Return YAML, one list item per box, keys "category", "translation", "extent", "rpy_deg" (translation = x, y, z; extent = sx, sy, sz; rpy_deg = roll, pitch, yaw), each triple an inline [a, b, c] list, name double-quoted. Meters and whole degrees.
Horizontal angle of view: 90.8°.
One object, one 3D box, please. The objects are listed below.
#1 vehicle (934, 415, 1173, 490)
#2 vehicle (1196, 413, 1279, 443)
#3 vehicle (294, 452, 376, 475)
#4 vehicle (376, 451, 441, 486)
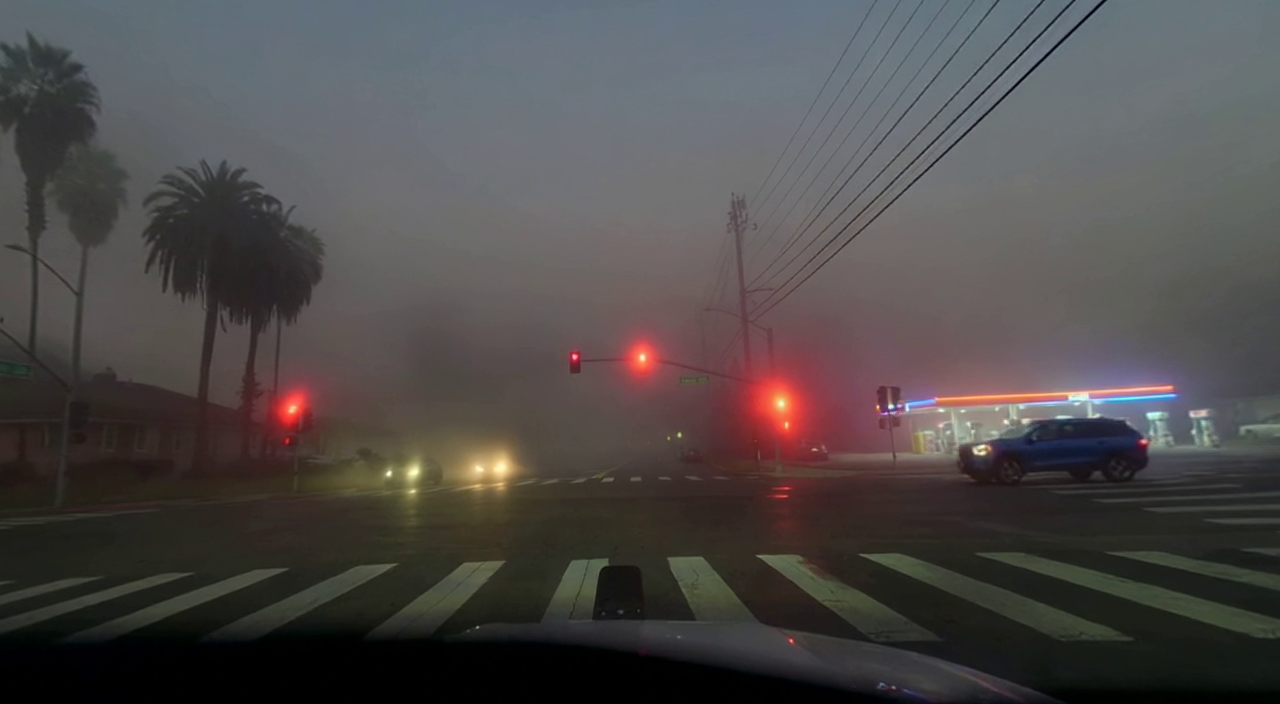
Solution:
- category: "vehicle"
  translation: [10.800, 2.620, 16.721]
  extent: [5.086, 1.817, 1.952]
  rpy_deg: [1, -9, -7]
- category: "vehicle"
  translation: [38.295, 4.795, 39.971]
  extent: [4.488, 1.447, 1.765]
  rpy_deg: [-5, -8, -1]
- category: "vehicle"
  translation: [-20.952, 7.671, 43.511]
  extent: [4.672, 1.469, 1.816]
  rpy_deg: [-1, -9, -2]
- category: "vehicle"
  translation: [-13.056, 6.554, 35.942]
  extent: [2.009, 1.777, 4.559]
  rpy_deg: [0, -9, -1]
